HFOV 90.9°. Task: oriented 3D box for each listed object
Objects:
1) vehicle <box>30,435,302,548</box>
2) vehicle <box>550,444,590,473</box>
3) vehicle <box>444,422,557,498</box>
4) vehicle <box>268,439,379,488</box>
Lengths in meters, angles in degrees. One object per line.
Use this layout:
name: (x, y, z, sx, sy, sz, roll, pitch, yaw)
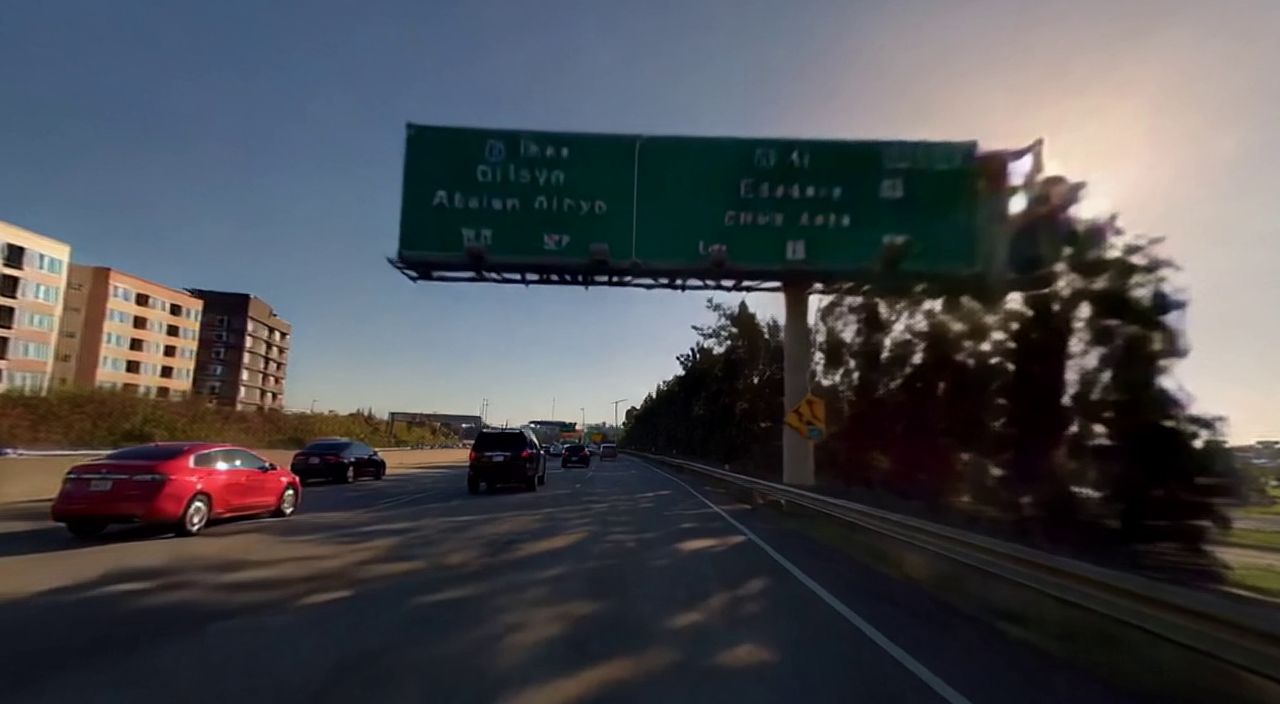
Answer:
vehicle: (-7.376, 2.150, 10.323, 1.796, 1.509, 3.393, 0, -8, -1)
vehicle: (-4.106, 6.258, 37.391, 1.955, 1.614, 3.817, 0, -8, -1)
vehicle: (-4.066, 3.250, 19.436, 2.301, 1.985, 5.247, 0, -8, 0)
vehicle: (-11.712, 4.133, 23.755, 1.919, 1.665, 4.394, 0, -8, -1)
